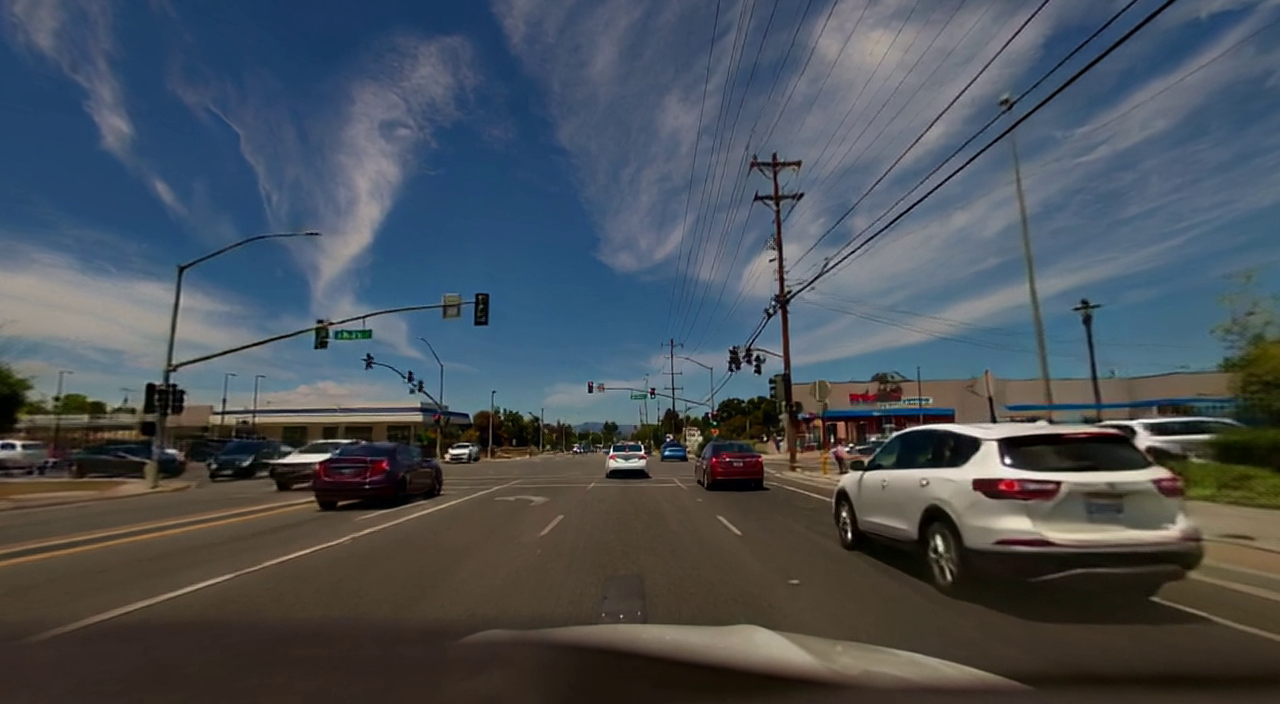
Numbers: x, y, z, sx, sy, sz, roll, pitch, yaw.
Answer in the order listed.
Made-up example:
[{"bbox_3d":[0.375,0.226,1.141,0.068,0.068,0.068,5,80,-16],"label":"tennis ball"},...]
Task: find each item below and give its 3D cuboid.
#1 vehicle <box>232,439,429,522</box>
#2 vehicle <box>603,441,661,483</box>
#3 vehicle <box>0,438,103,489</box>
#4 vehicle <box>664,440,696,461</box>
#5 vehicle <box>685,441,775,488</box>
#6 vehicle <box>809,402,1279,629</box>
[{"bbox_3d":[-6.315,2.642,13.572,2.075,1.470,4.190,0,-9,1],"label":"vehicle"},{"bbox_3d":[-0.333,4.214,24.545,2.065,1.484,3.894,0,-9,-1],"label":"vehicle"},{"bbox_3d":[-30.336,5.277,30.004,6.968,2.250,2.605,0,-9,-3],"label":"vehicle"},{"bbox_3d":[2.943,7.355,47.089,1.971,1.477,4.121,0,-9,-2],"label":"vehicle"},{"bbox_3d":[2.927,3.804,21.719,2.208,1.436,4.542,0,-9,-3],"label":"vehicle"},{"bbox_3d":[3.800,1.567,7.104,2.452,1.682,4.565,0,-9,-1],"label":"vehicle"}]
